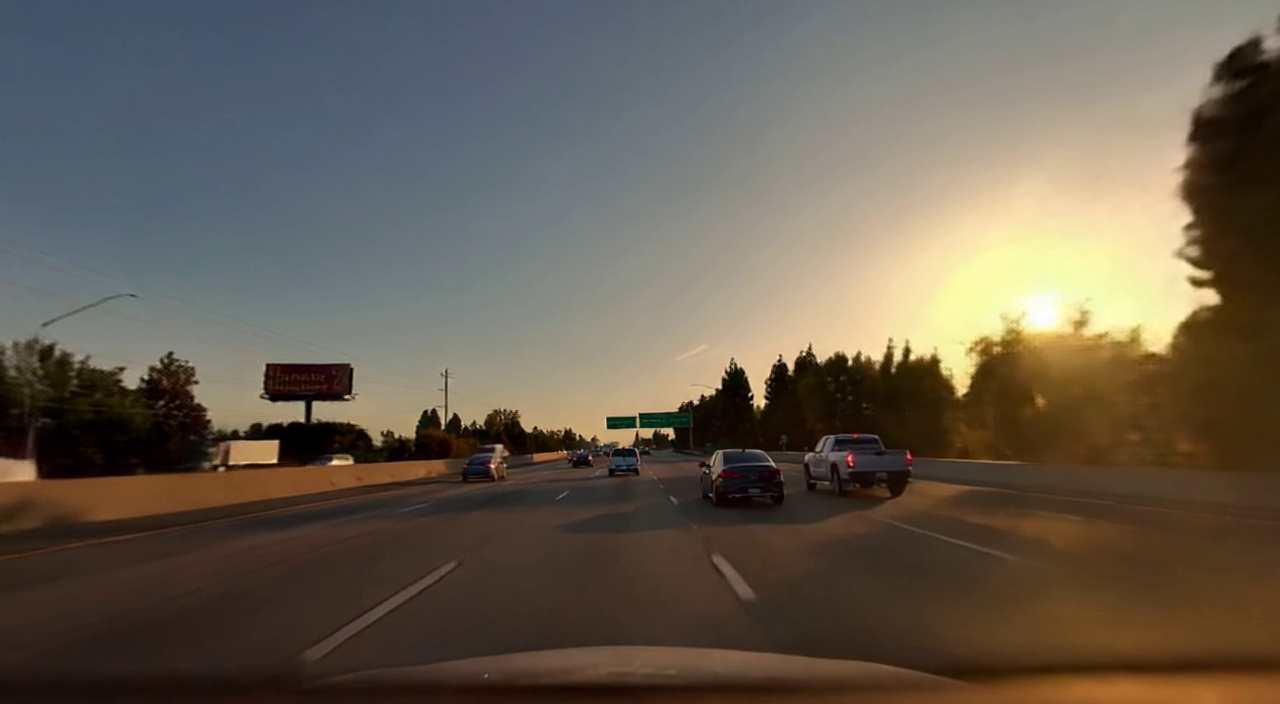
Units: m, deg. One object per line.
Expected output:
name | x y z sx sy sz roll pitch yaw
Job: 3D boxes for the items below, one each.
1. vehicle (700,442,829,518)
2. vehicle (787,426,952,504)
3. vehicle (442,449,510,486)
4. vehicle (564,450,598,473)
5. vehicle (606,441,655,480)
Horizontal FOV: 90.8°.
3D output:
vehicle | 2.632 2.823 14.524 2.011 1.462 4.286 0 -9 -1
vehicle | 6.391 3.261 18.700 2.635 1.919 5.907 0 -9 0
vehicle | -7.315 5.169 28.624 1.920 1.482 4.385 0 -9 0
vehicle | -4.039 7.532 43.749 1.935 1.487 4.076 0 -9 0
vehicle | -0.465 5.445 32.091 2.323 1.805 4.729 0 -9 0
